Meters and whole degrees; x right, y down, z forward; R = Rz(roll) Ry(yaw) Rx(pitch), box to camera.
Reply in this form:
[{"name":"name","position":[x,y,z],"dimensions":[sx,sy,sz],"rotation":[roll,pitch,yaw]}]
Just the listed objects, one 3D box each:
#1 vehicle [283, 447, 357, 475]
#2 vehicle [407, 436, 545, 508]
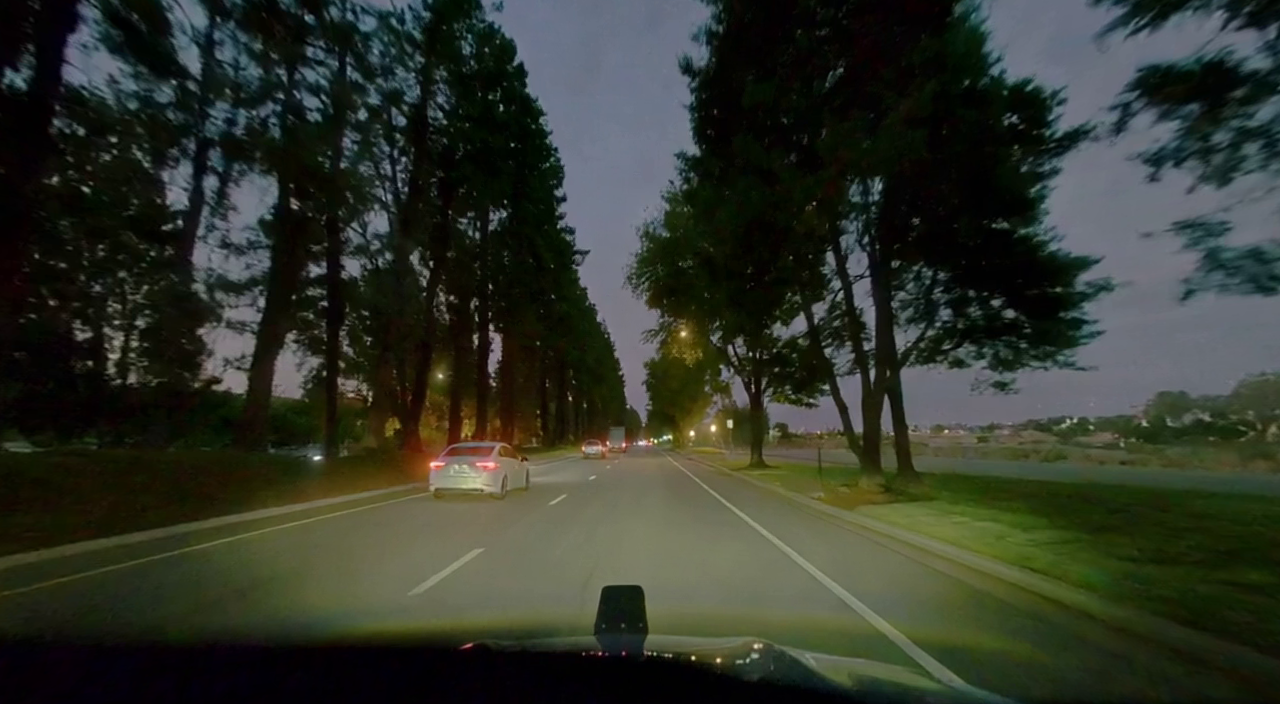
[{"name":"vehicle","position":[-18.086,6.176,35.861],"dimensions":[1.839,1.458,4.402],"rotation":[0,-8,0]},{"name":"vehicle","position":[-3.741,2.819,15.331],"dimensions":[2.033,1.454,4.512],"rotation":[0,-8,2]}]
